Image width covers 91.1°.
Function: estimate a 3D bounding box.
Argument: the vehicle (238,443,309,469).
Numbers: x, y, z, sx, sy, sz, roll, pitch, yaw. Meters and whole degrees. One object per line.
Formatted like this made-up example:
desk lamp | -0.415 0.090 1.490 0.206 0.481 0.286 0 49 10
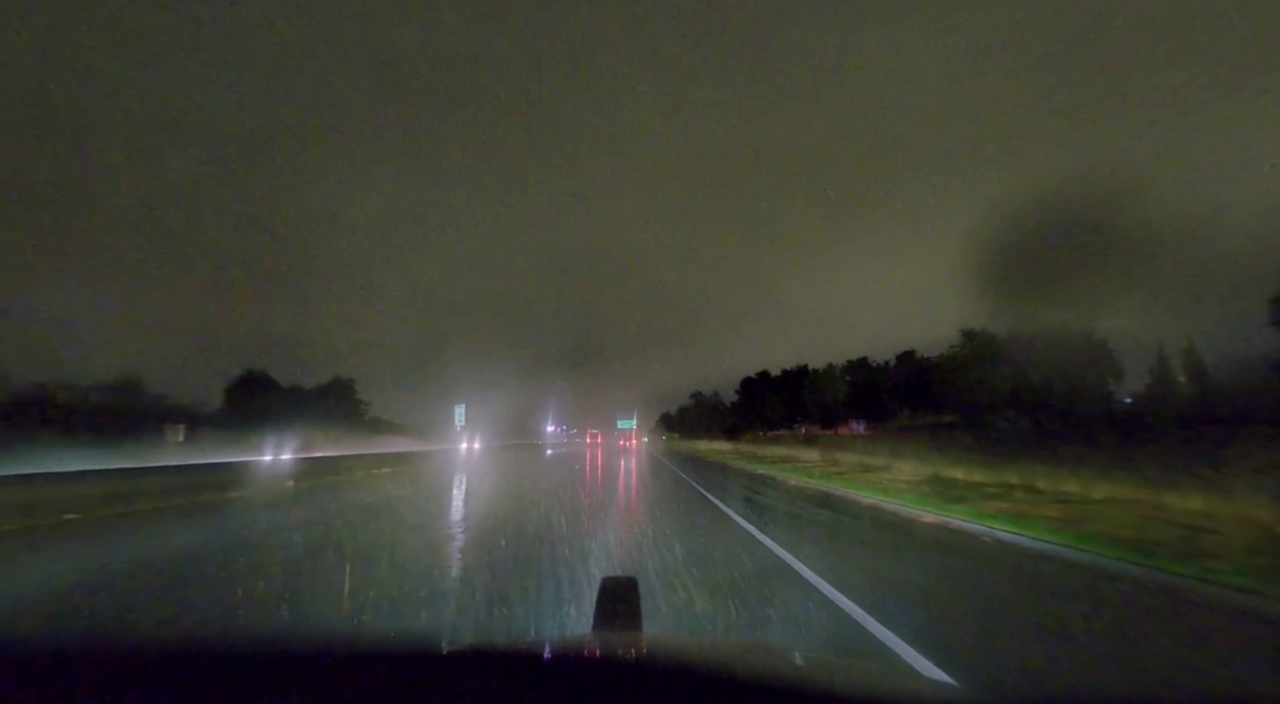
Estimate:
vehicle | -23.916 6.777 41.198 1.905 1.523 4.590 0 -8 -1
